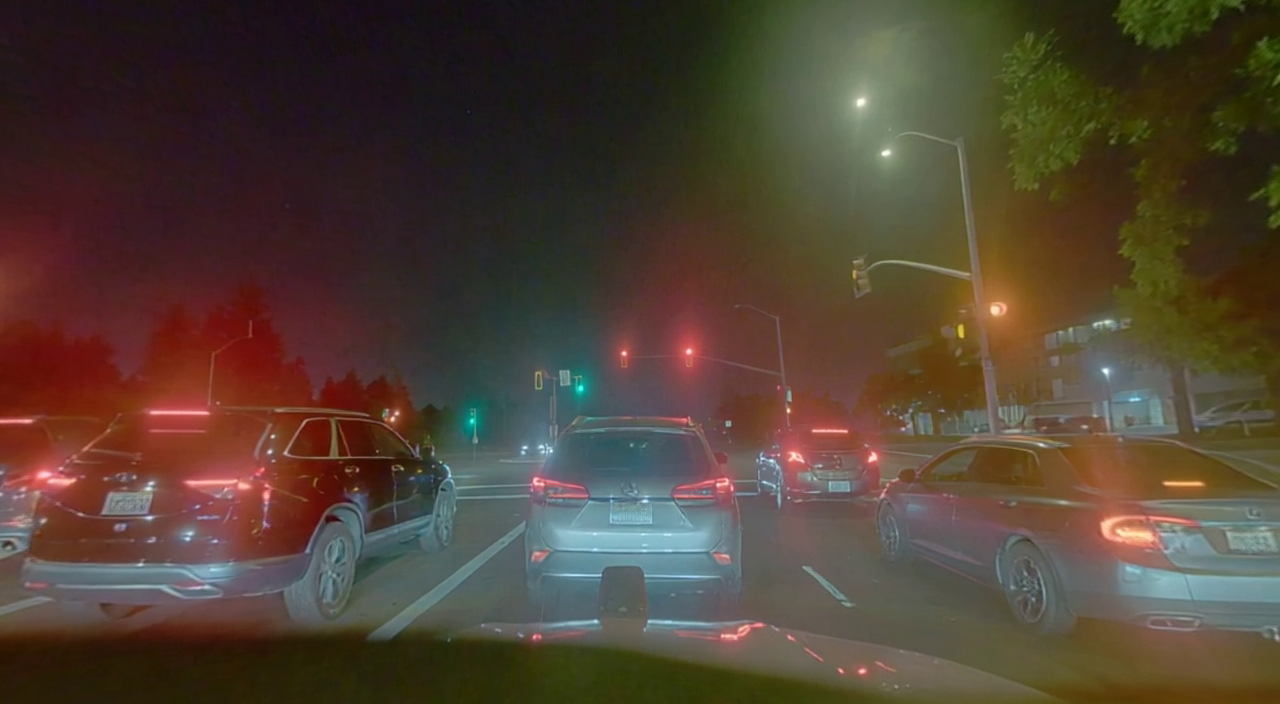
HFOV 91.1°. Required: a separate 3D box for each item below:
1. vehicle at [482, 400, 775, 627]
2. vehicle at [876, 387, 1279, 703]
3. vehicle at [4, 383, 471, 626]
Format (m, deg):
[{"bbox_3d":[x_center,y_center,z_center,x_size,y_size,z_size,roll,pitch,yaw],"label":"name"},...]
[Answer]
[{"bbox_3d":[-0.059,1.403,6.302,2.047,1.579,3.642,0,-8,1],"label":"vehicle"},{"bbox_3d":[3.586,1.201,4.604,2.010,1.486,4.498,0,-8,1],"label":"vehicle"},{"bbox_3d":[-3.564,1.428,6.848,2.014,1.755,4.360,0,-8,3],"label":"vehicle"}]
